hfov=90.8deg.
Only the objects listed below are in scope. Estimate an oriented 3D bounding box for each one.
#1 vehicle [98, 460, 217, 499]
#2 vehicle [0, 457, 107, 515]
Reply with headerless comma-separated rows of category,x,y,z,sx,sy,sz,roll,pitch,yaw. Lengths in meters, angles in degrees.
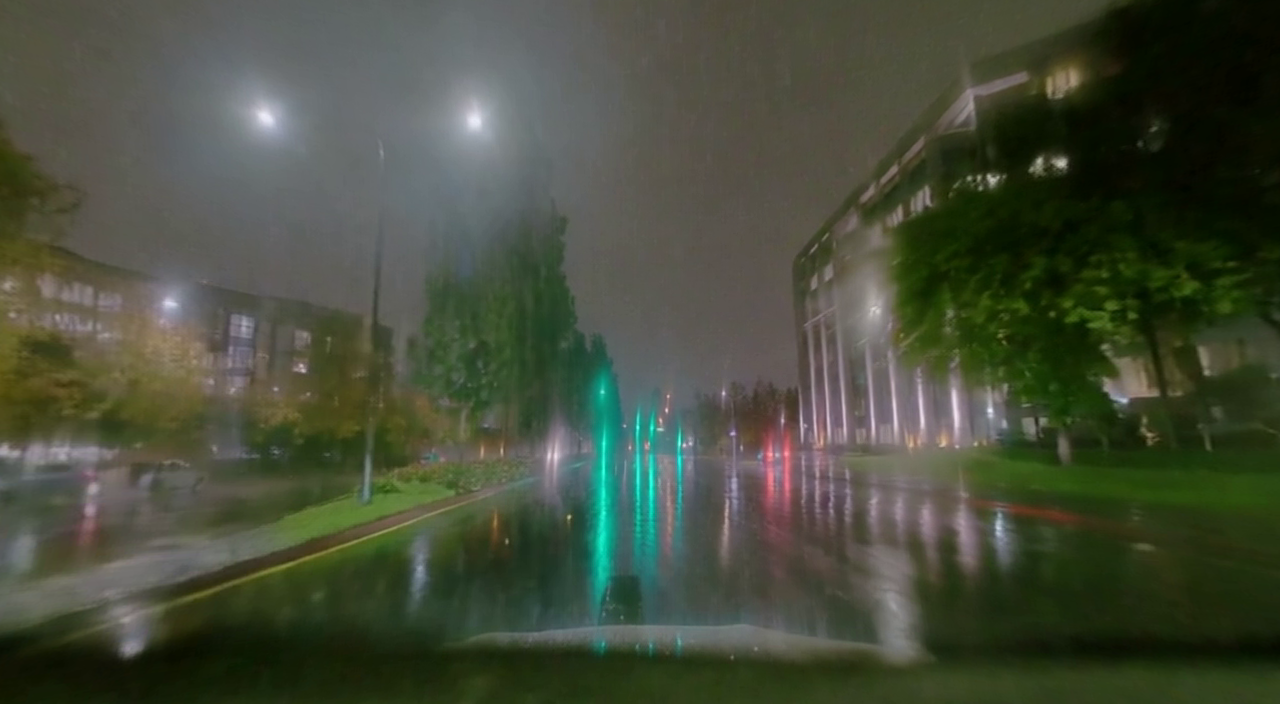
vehicle,-21.910,5.788,29.000,1.841,1.505,4.664,0,-8,-1
vehicle,-22.084,4.696,22.497,2.043,1.816,4.776,0,-8,0
